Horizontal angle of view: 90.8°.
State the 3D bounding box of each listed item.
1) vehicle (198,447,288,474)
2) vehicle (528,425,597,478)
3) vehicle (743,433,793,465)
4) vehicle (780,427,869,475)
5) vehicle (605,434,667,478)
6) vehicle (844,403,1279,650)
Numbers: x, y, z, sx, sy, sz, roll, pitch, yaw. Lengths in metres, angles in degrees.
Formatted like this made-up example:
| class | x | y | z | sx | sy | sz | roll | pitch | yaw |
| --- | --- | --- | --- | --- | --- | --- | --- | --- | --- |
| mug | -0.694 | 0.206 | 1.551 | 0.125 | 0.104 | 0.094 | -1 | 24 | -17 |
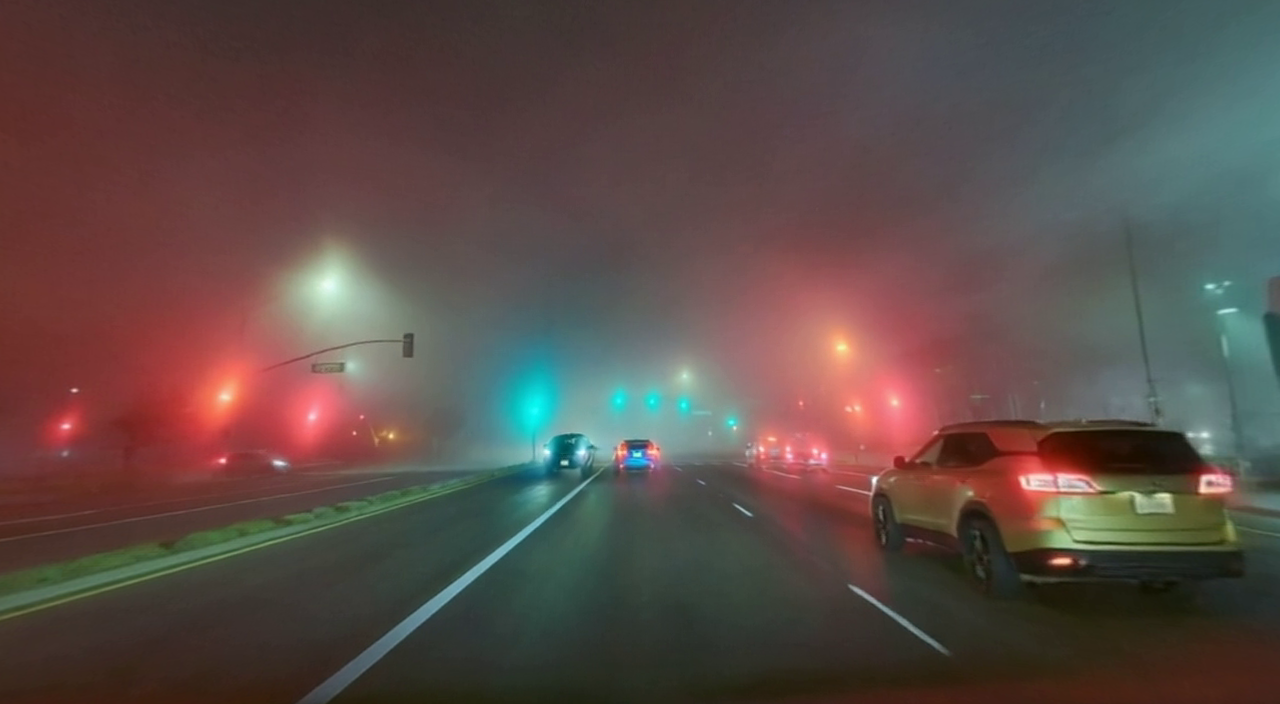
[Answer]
| class | x | y | z | sx | sy | sz | roll | pitch | yaw |
| --- | --- | --- | --- | --- | --- | --- | --- | --- | --- |
| vehicle | -24.845 | 6.762 | 39.714 | 4.561 | 1.588 | 1.832 | 5 | -10 | -29 |
| vehicle | -2.875 | 3.856 | 24.621 | 2.064 | 1.825 | 4.760 | 0 | -8 | 0 |
| vehicle | 7.078 | 5.420 | 35.365 | 1.894 | 1.693 | 4.110 | 0 | -8 | -1 |
| vehicle | 7.268 | 3.976 | 25.477 | 2.068 | 1.731 | 4.752 | 0 | -8 | -1 |
| vehicle | -0.151 | 3.804 | 23.333 | 2.097 | 1.480 | 4.006 | 0 | -8 | 0 |
| vehicle | 3.679 | 1.378 | 6.085 | 1.861 | 1.473 | 4.393 | 0 | -8 | -1 |
